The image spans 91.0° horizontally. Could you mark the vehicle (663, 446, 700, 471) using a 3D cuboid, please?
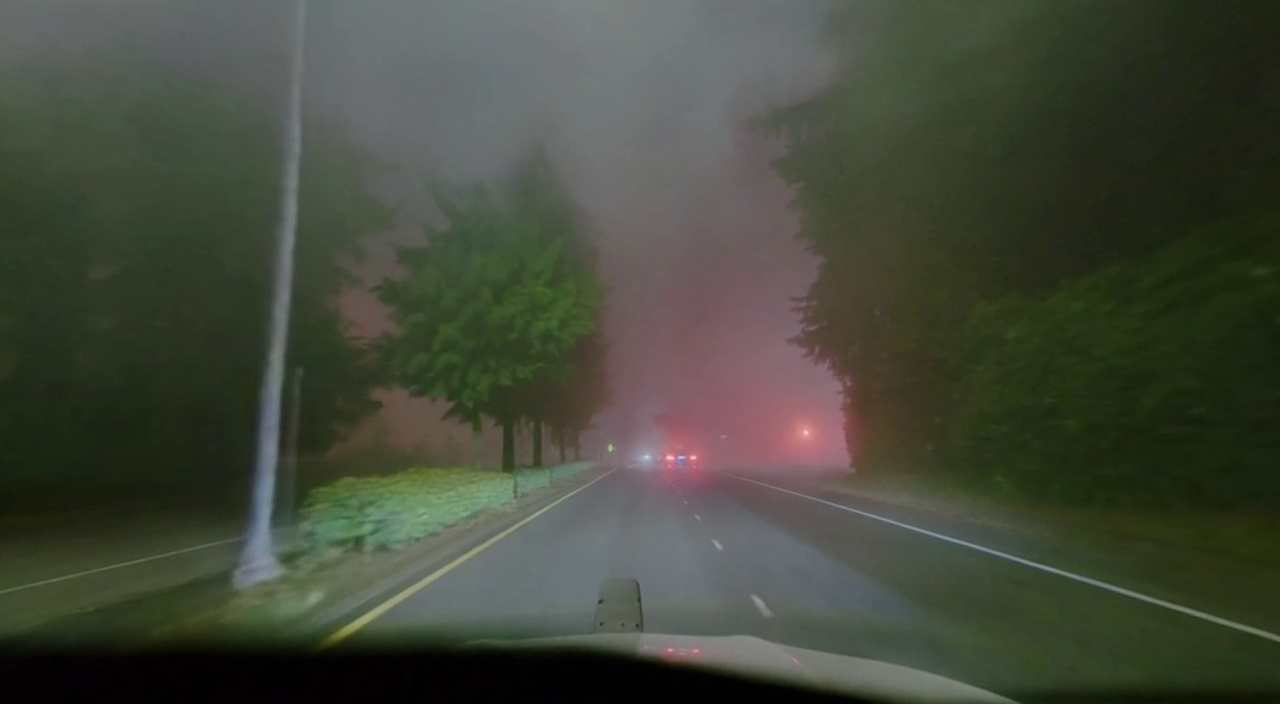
[{"bbox_3d":[2.636,6.942,41.260,2.044,1.537,4.528,0,-9,-1],"label":"vehicle"}]
